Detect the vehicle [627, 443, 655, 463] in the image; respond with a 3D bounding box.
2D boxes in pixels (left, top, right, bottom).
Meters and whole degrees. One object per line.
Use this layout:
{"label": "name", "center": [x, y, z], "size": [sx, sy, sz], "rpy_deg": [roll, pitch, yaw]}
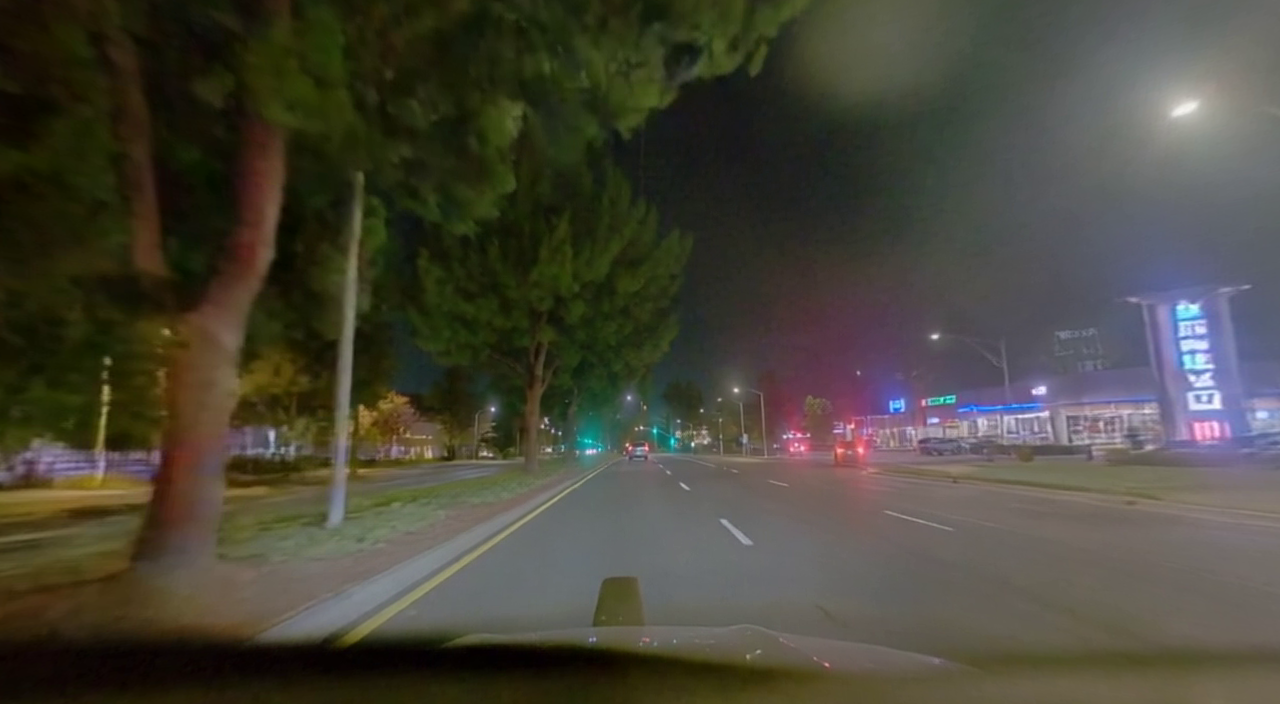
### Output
{"label": "vehicle", "center": [0.038, 7.942, 49.909], "size": [2.159, 1.461, 4.142], "rpy_deg": [0, -8, -1]}
